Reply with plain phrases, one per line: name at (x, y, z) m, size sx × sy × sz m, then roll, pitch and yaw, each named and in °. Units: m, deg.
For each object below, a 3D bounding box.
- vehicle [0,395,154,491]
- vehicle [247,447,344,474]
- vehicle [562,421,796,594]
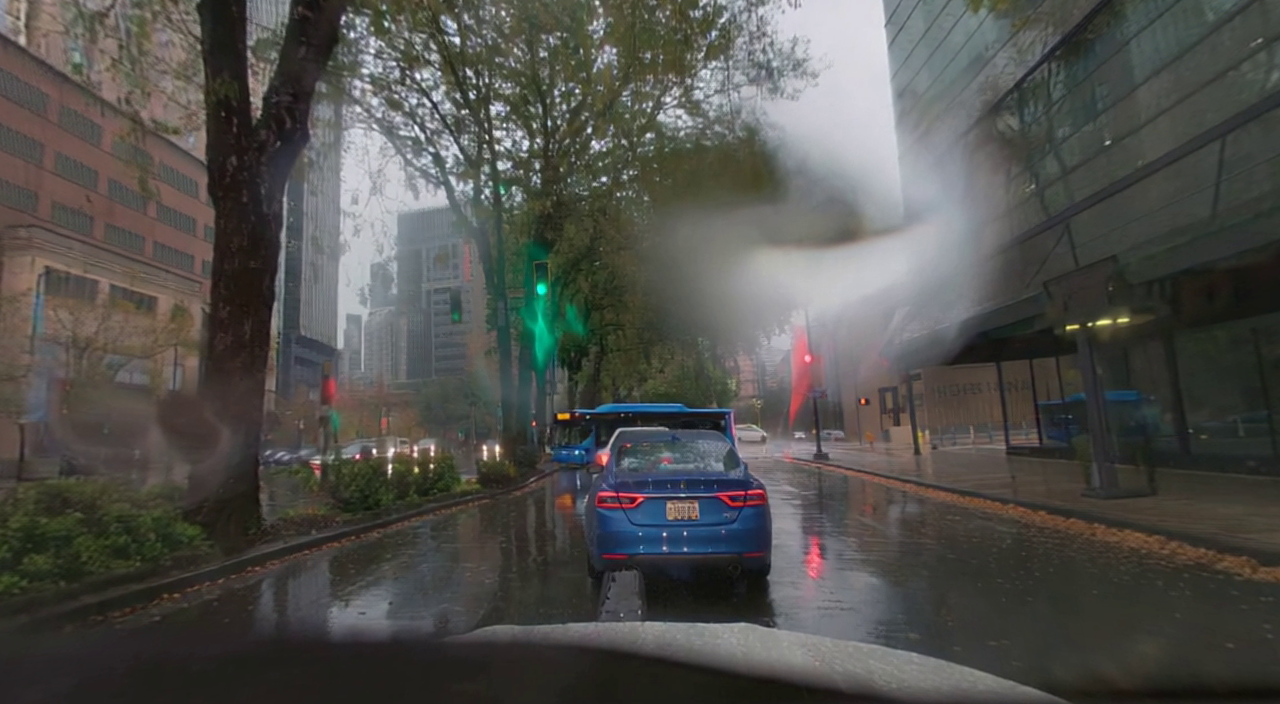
vehicle at (-25.971, 3.644, 25.311) m, size 2.692 × 3.685 × 10.153 m, roll -3°, pitch -9°, yaw 20°
vehicle at (-20.363, 6.379, 37.585) m, size 1.883 × 1.461 × 4.830 m, roll -4°, pitch -9°, yaw 23°
vehicle at (0.367, 1.625, 7.396) m, size 2.006 × 1.470 × 3.799 m, roll 0°, pitch -8°, yaw 1°
